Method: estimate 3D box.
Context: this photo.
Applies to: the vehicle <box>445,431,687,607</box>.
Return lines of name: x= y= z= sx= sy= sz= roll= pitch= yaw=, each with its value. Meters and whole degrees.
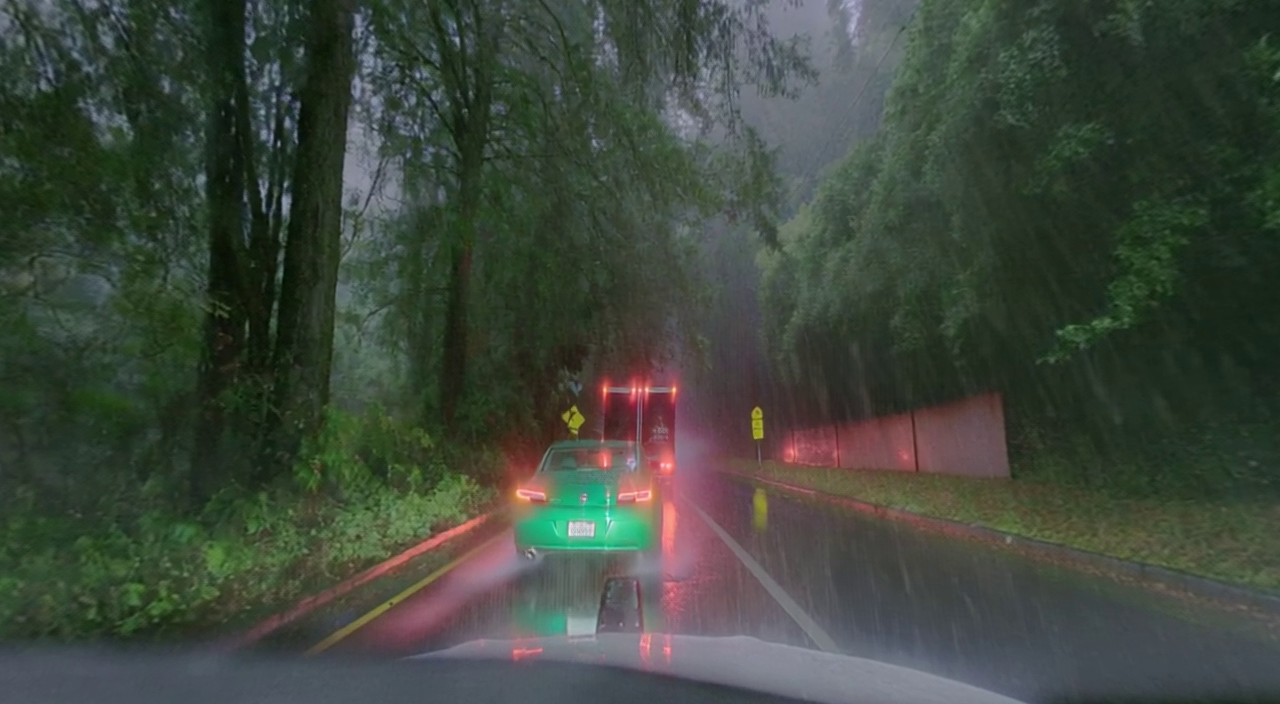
vehicle: x=-0.626 y=1.749 z=7.514 sx=2.076 sy=1.490 sz=4.078 roll=0 pitch=-9 yaw=0
